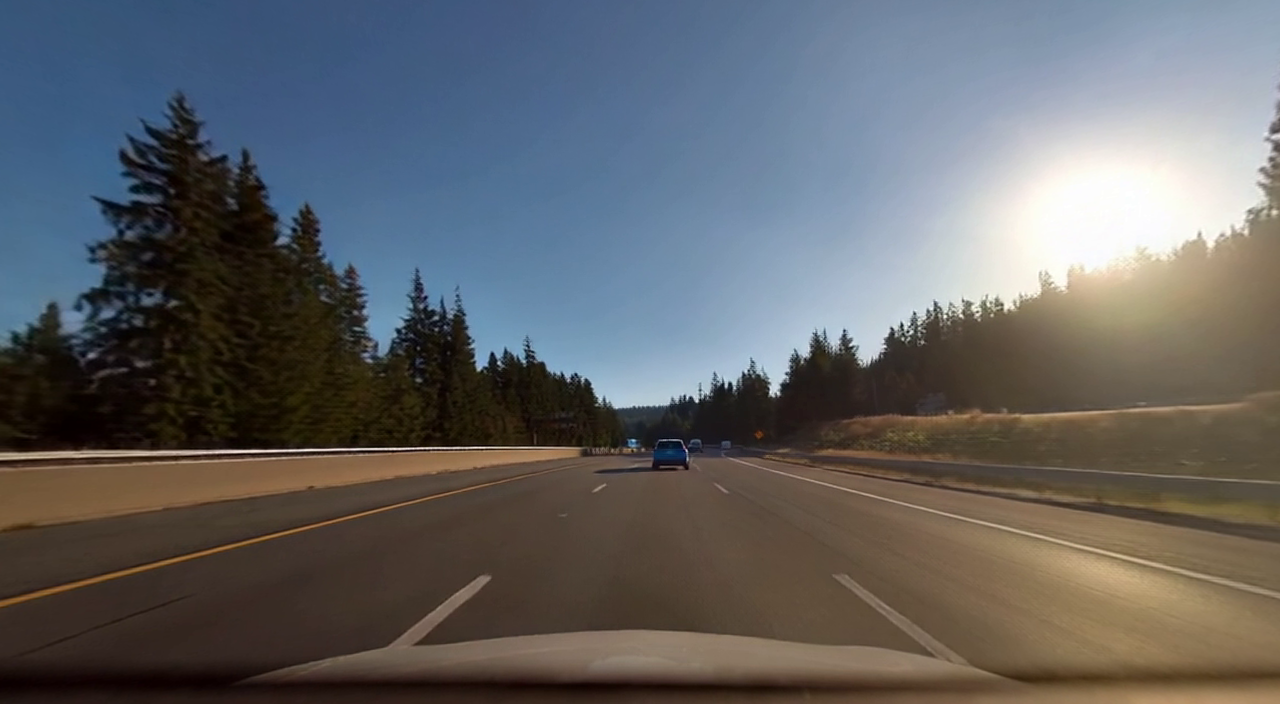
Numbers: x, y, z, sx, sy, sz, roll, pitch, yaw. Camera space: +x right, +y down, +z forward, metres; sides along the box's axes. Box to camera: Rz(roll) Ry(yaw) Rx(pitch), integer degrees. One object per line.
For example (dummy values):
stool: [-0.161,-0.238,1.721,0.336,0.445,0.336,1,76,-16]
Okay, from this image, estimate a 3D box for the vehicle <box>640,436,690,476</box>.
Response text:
vehicle: [1.168,4.815,29.321,2.133,1.686,4.203,0,-8,2]
